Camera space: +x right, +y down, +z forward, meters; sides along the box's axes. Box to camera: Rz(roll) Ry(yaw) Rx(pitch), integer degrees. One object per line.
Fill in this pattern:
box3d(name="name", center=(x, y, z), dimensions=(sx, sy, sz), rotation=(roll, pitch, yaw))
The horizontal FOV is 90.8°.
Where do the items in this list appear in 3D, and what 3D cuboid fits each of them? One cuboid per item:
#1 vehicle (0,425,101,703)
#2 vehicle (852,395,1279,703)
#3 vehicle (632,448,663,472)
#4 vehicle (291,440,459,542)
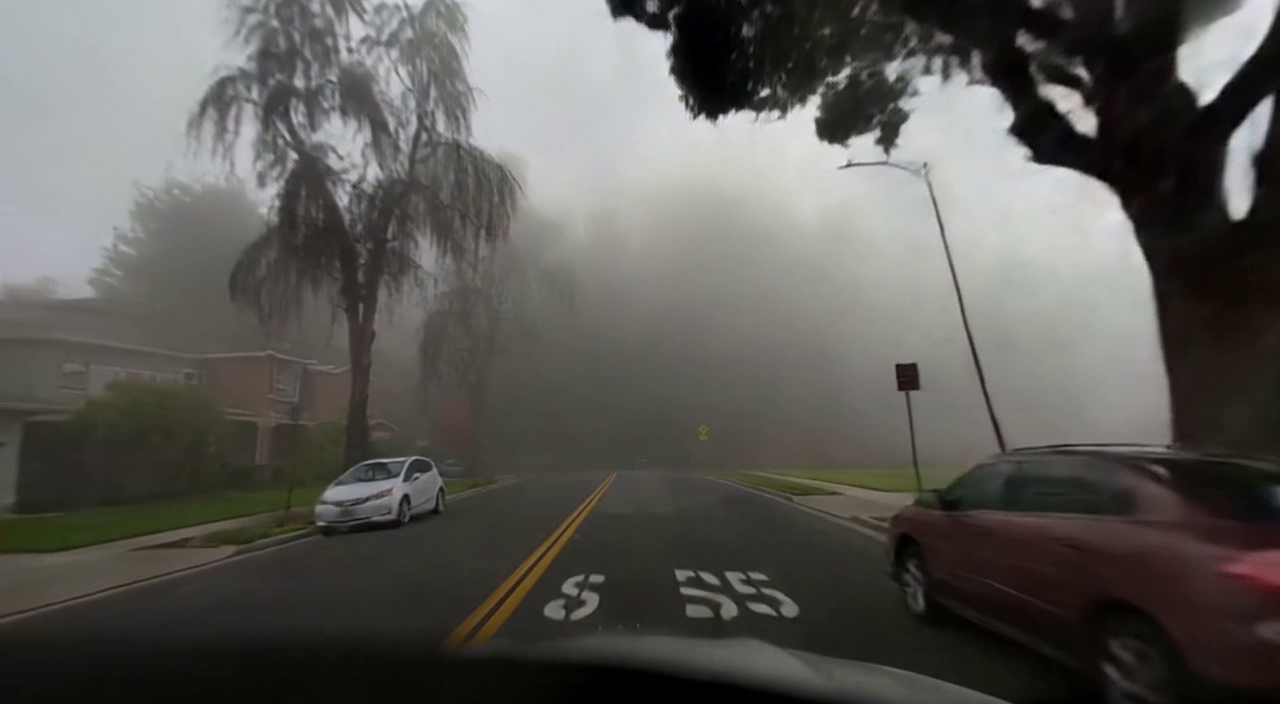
box3d(name="vehicle", center=(-5.389, 1.182, 2.356), dimensions=(2.155, 1.907, 5.100), rotation=(-1, -8, 1))
box3d(name="vehicle", center=(3.007, 1.154, 3.514), dimensions=(2.047, 1.532, 4.350), rotation=(0, -9, -1))
box3d(name="vehicle", center=(0.464, 7.332, 43.011), dimensions=(2.022, 1.481, 4.050), rotation=(0, -9, -1))
box3d(name="vehicle", center=(-5.782, 3.039, 14.448), dimensions=(2.027, 1.803, 4.306), rotation=(-4, -9, 0))
